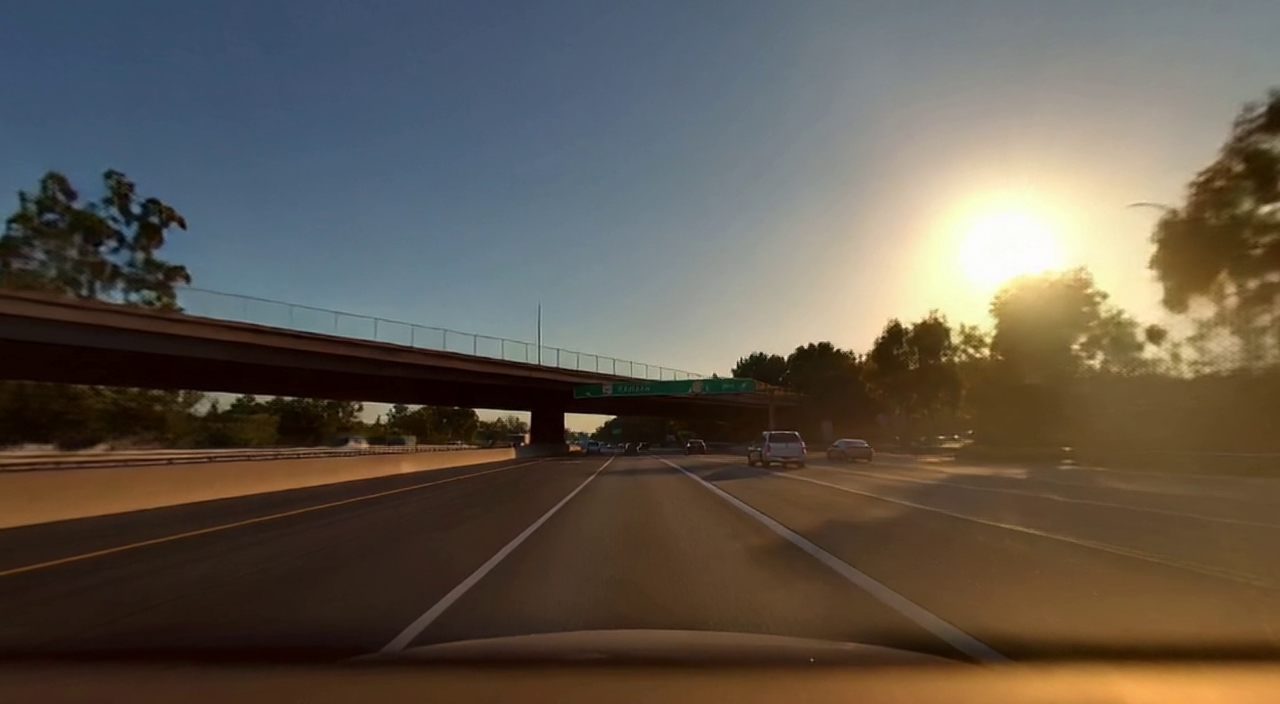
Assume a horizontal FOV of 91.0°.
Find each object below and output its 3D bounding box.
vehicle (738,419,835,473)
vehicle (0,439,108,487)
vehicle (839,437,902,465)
[{"bbox_3d":[7.021,4.686,31.452,2.779,2.339,8.073,0,-8,-1],"label":"vehicle"},{"bbox_3d":[-21.093,3.723,21.347,1.994,1.491,4.711,0,-8,-1],"label":"vehicle"},{"bbox_3d":[14.017,6.029,38.555,2.072,1.611,4.387,0,-8,-2],"label":"vehicle"}]
